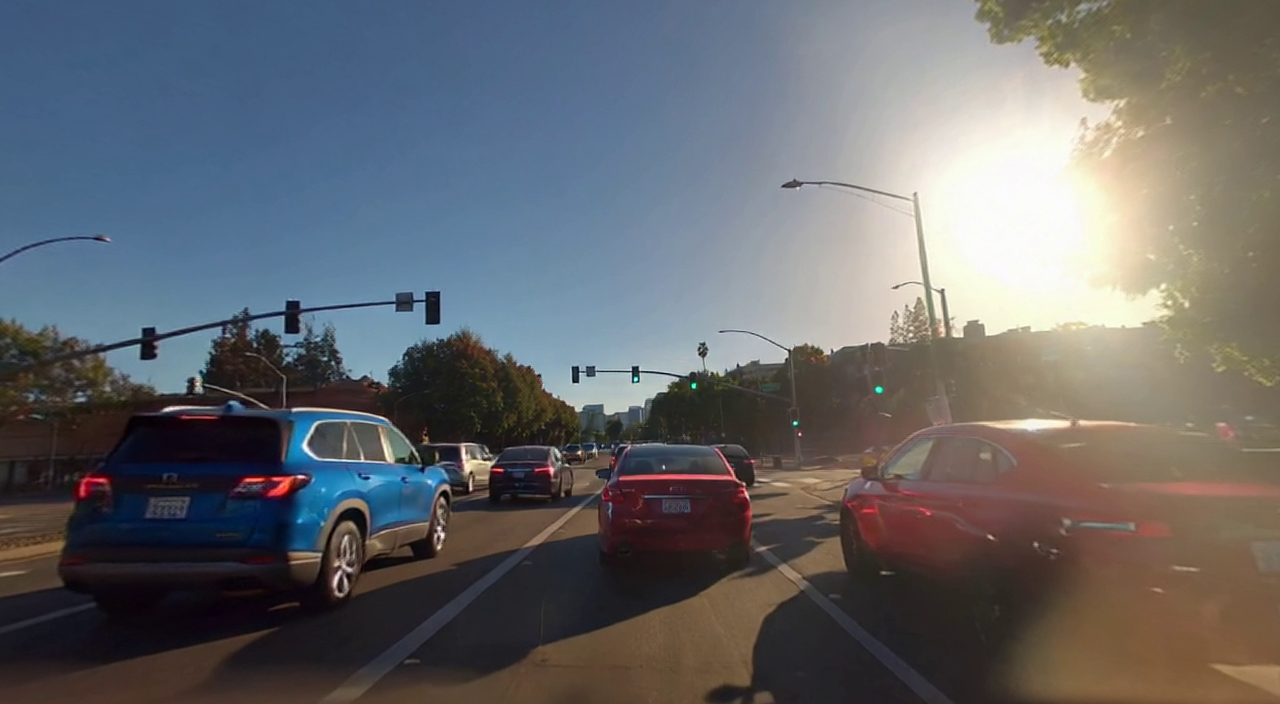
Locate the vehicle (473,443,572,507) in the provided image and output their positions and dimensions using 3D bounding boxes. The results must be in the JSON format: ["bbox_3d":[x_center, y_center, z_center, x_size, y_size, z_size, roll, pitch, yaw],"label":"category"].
[{"bbox_3d":[-3.059,3.267,17.226,1.868,1.516,4.114,0,-8,1],"label":"vehicle"}]

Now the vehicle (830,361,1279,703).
[{"bbox_3d":[3.129,1.236,4.929,1.880,1.747,4.500,0,-8,1],"label":"vehicle"}]

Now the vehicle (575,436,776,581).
[{"bbox_3d":[0.328,1.895,8.437,2.051,1.460,3.932,0,-8,-1],"label":"vehicle"}]

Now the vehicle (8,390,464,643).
[{"bbox_3d":[-3.455,1.470,6.632,1.889,1.767,4.289,0,-8,1],"label":"vehicle"}]
